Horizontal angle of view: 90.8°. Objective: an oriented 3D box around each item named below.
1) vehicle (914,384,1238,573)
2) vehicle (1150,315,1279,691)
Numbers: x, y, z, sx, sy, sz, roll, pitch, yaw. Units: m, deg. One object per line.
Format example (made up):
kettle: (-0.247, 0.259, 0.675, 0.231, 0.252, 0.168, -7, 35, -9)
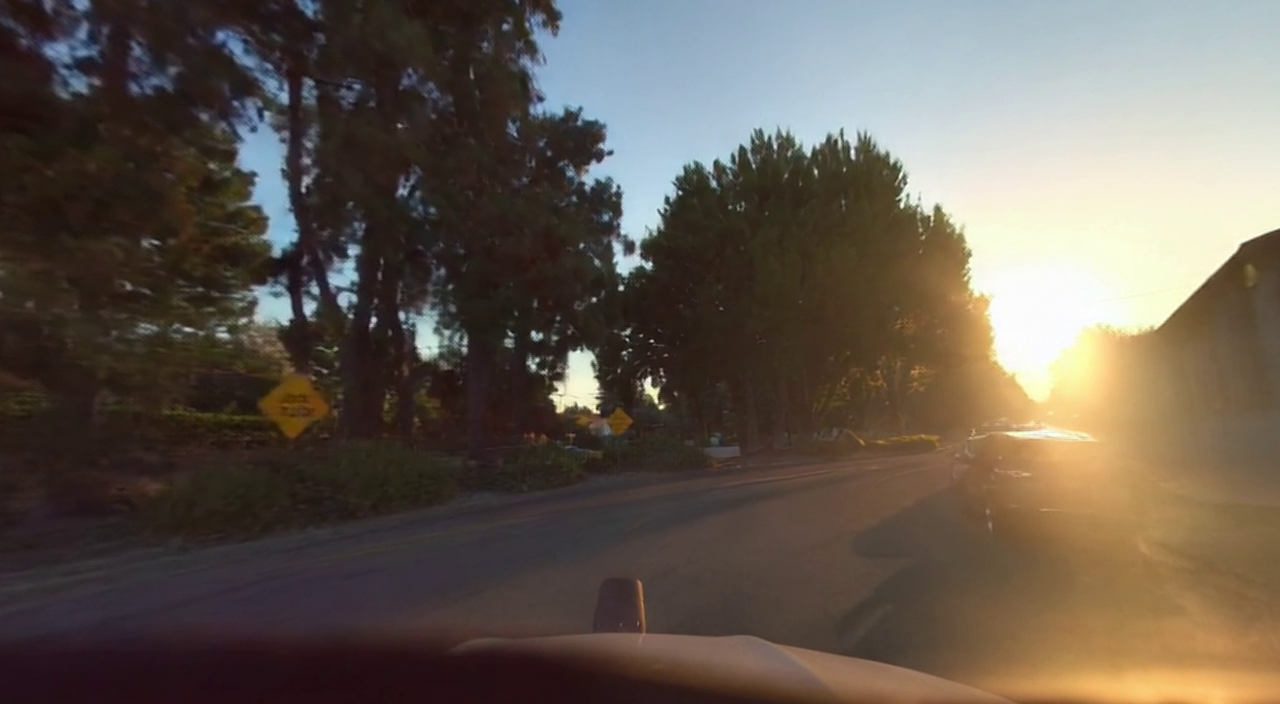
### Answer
vehicle: (5.374, 1.607, 8.753, 2.269, 1.841, 4.569, -3, -9, 16)
vehicle: (4.040, 0.520, 1.543, 2.081, 1.866, 4.648, -1, -8, 7)
